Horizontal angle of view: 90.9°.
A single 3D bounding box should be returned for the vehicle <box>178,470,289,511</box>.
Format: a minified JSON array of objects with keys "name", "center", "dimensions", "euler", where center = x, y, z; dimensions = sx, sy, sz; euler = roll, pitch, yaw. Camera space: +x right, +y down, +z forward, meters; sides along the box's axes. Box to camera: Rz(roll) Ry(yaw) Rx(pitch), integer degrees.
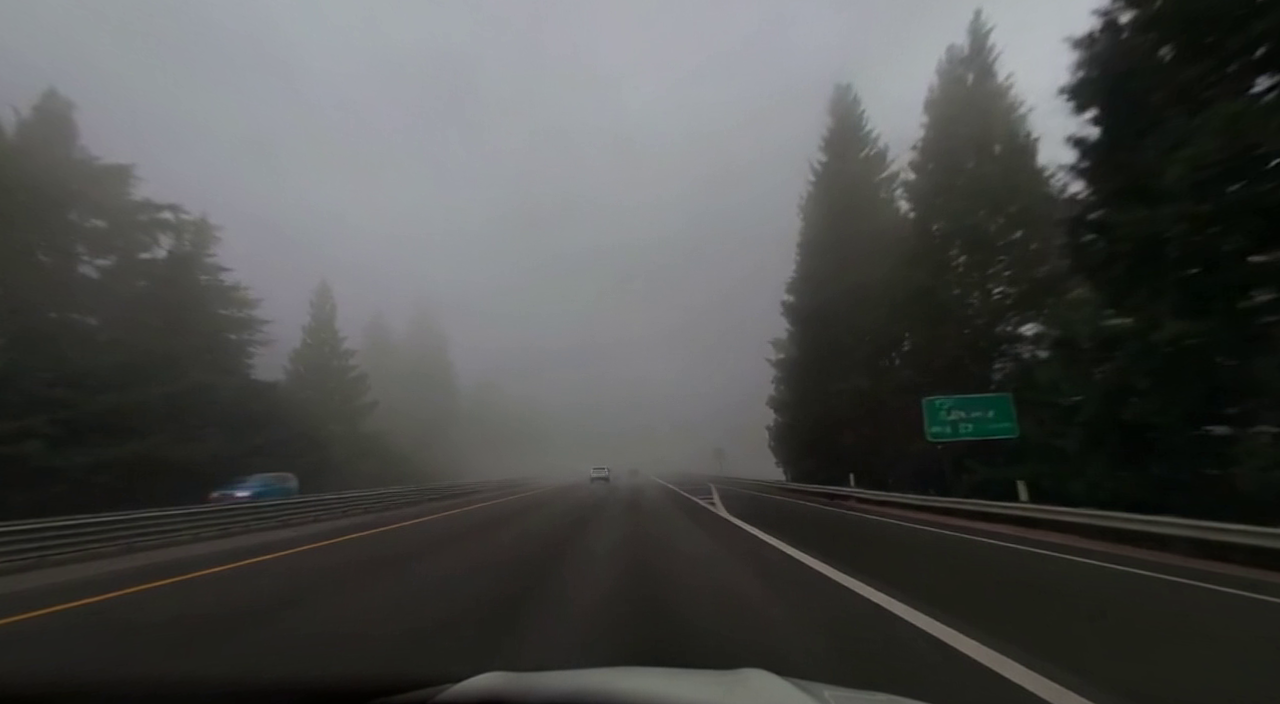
[{"name":"vehicle","center":[-16.114,5.485,25.239],"dimensions":[1.725,1.427,3.999],"euler":[1,-10,0]}]
